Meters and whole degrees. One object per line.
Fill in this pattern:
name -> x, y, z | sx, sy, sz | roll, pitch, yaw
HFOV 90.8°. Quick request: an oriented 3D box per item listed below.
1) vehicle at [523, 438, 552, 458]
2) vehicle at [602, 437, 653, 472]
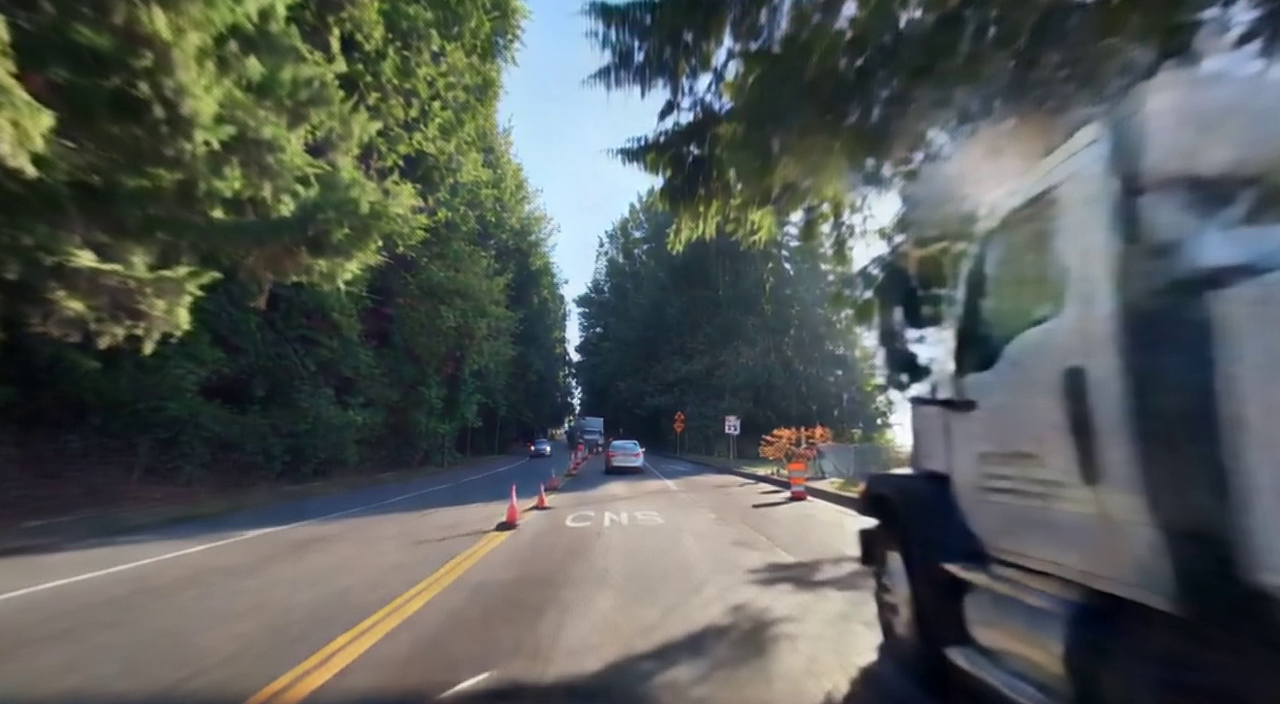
vehicle -> -7.890, 7.435, 48.992 | 2.019, 1.492, 4.091 | 1, -8, -7
vehicle -> -0.590, 4.656, 28.919 | 2.186, 1.463, 4.356 | 0, -8, -2
